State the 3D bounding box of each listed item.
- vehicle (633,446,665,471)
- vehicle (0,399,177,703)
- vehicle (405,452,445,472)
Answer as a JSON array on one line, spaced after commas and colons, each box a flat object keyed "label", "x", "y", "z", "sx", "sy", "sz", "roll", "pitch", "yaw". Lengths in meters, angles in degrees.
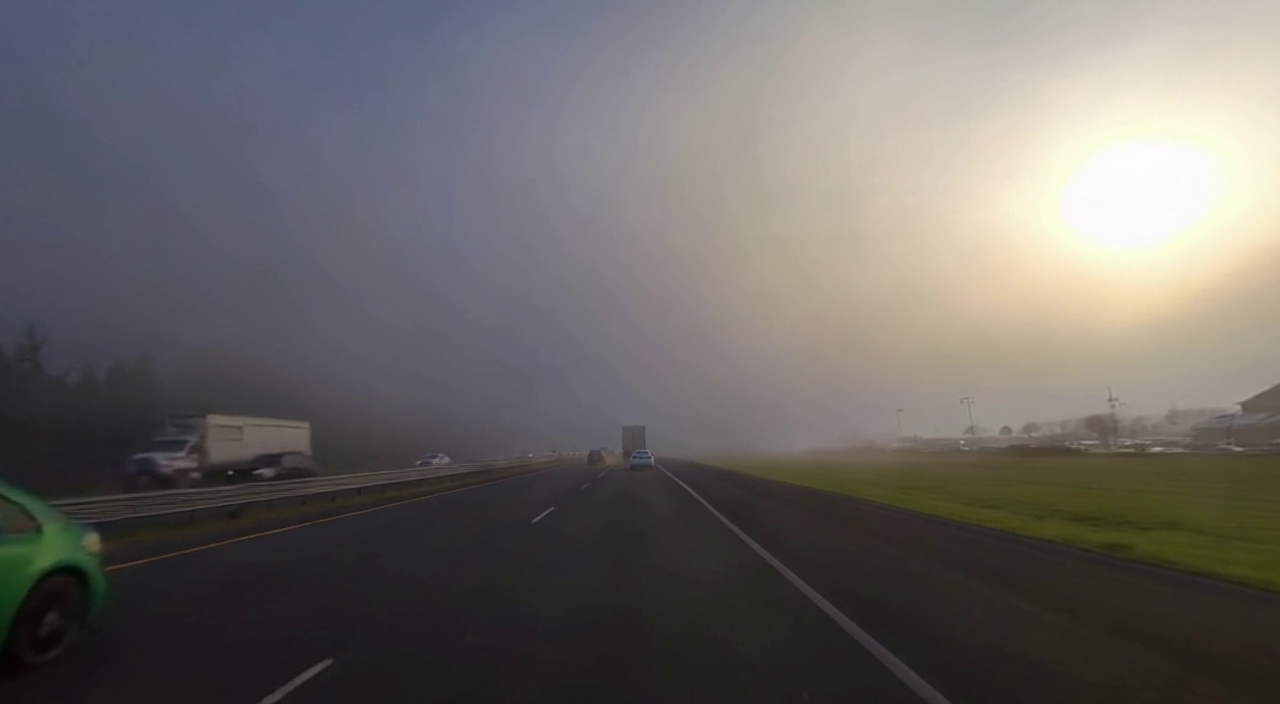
[{"label": "vehicle", "x": 0.554, "y": 7.078, "z": 42.116, "sx": 1.992, "sy": 1.593, "sz": 3.937, "roll": 0, "pitch": -9, "yaw": -1}, {"label": "vehicle", "x": -4.263, "y": 0.881, "z": 2.260, "sx": 2.172, "sy": 1.548, "sz": 3.953, "roll": 0, "pitch": -9, "yaw": 0}, {"label": "vehicle", "x": -16.882, "y": 8.628, "z": 49.681, "sx": 1.921, "sy": 1.452, "sz": 3.579, "roll": 0, "pitch": -9, "yaw": 0}]
